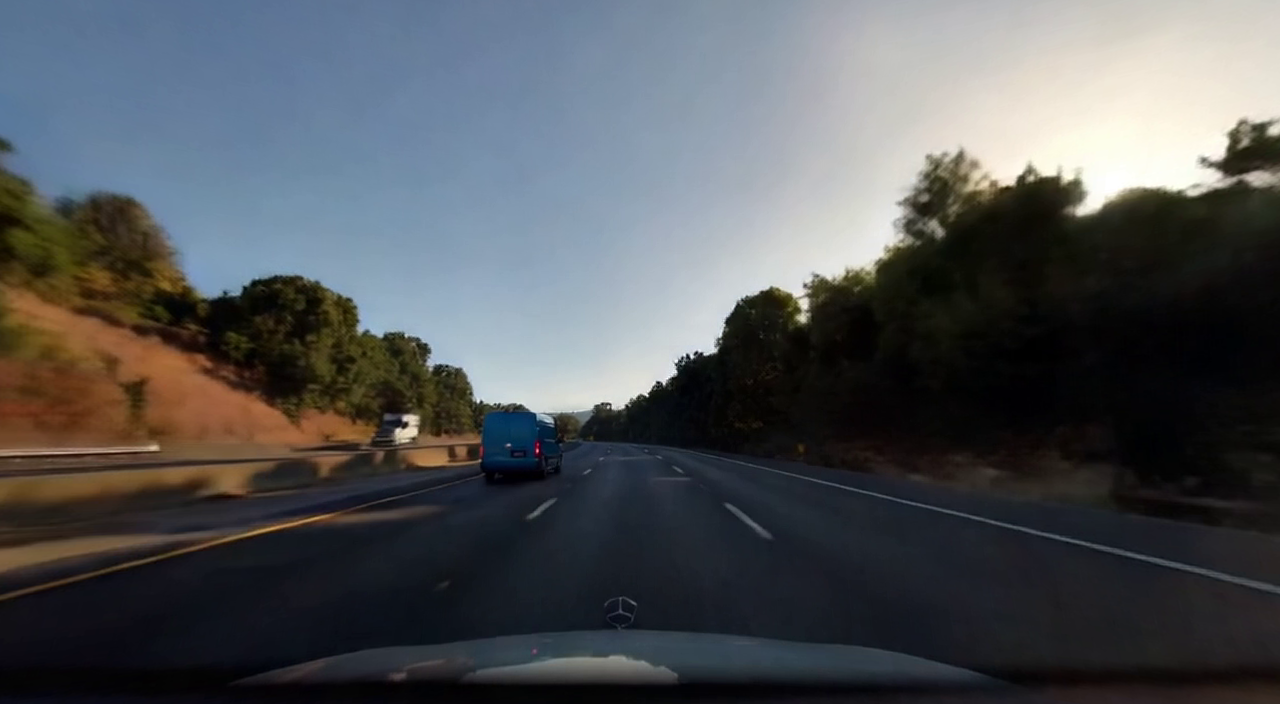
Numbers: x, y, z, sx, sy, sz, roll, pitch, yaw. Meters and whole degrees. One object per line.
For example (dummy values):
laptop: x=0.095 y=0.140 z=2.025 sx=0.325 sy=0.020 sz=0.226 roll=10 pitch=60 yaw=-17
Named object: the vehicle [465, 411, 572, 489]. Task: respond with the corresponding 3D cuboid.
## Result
vehicle: x=-3.423 y=2.873 z=18.851 sx=2.297 sy=2.011 sz=4.736 roll=0 pitch=-8 yaw=-1
